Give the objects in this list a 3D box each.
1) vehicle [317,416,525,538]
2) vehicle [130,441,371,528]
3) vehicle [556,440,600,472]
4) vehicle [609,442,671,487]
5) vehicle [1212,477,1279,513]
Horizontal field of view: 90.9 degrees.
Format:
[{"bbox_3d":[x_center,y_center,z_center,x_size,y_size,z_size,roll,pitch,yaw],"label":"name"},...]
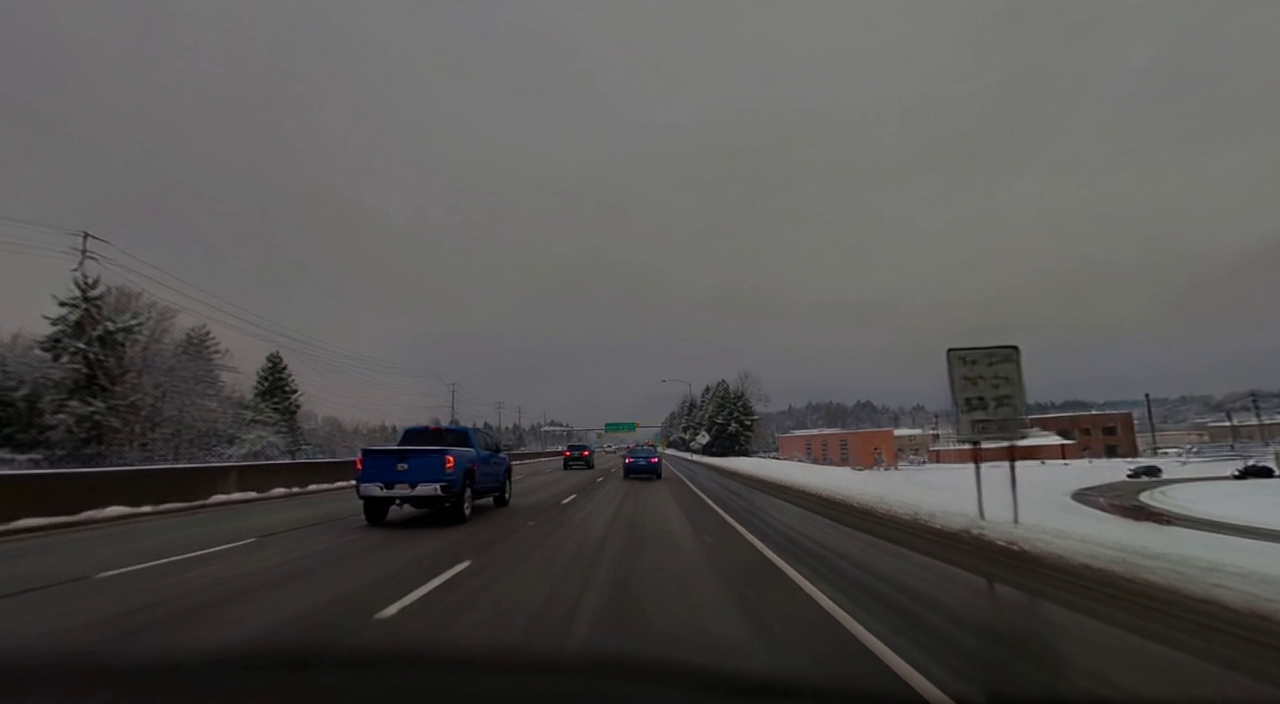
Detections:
[{"bbox_3d":[-3.662,2.191,11.648,2.133,1.789,4.518,-1,-8,1],"label":"vehicle"},{"bbox_3d":[-7.726,2.638,13.251,1.943,1.469,4.782,0,-8,1],"label":"vehicle"},{"bbox_3d":[-3.560,6.052,36.809,1.993,1.717,4.321,-1,-8,2],"label":"vehicle"},{"bbox_3d":[-0.010,3.988,22.712,2.047,1.473,3.978,0,-8,0],"label":"vehicle"},{"bbox_3d":[31.627,7.314,32.402,1.844,1.467,4.653,-4,-9,24],"label":"vehicle"}]
